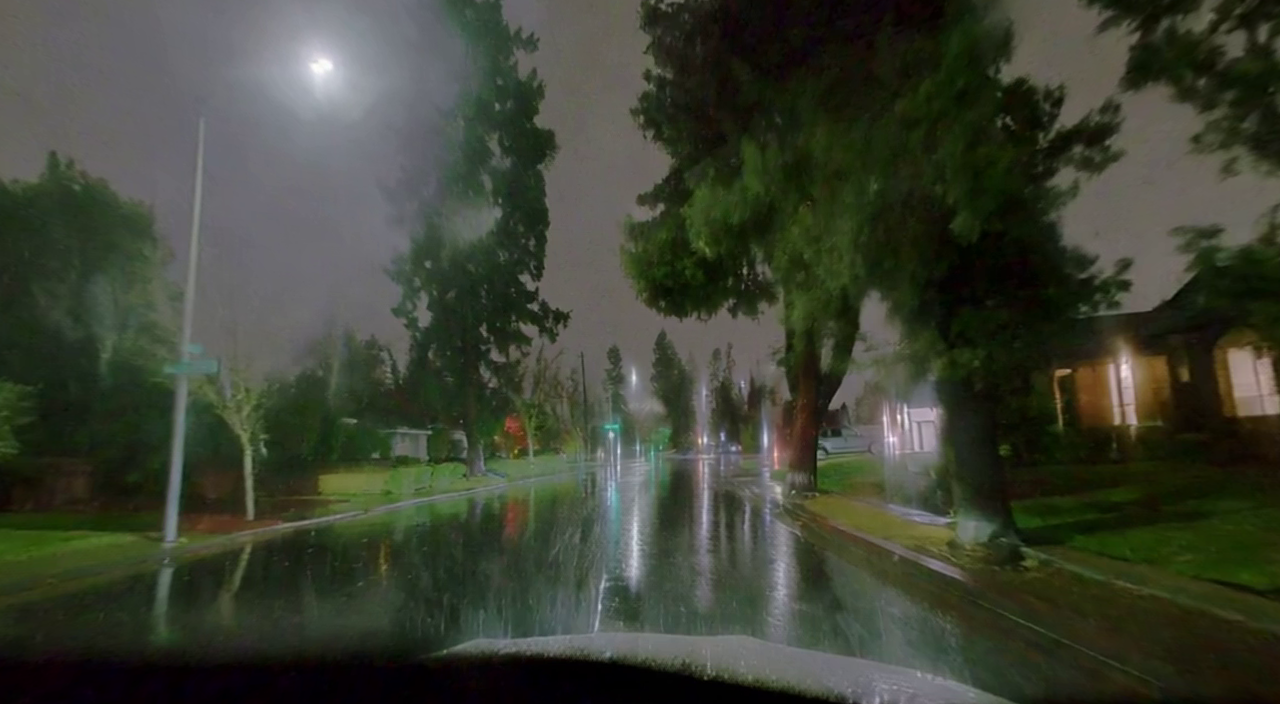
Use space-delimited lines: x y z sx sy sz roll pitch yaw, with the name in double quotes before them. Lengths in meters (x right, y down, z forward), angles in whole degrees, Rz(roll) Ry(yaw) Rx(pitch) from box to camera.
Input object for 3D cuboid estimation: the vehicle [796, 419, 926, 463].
"vehicle" 11.594 4.764 33.640 6.053 2.240 2.582 -1 -9 7
